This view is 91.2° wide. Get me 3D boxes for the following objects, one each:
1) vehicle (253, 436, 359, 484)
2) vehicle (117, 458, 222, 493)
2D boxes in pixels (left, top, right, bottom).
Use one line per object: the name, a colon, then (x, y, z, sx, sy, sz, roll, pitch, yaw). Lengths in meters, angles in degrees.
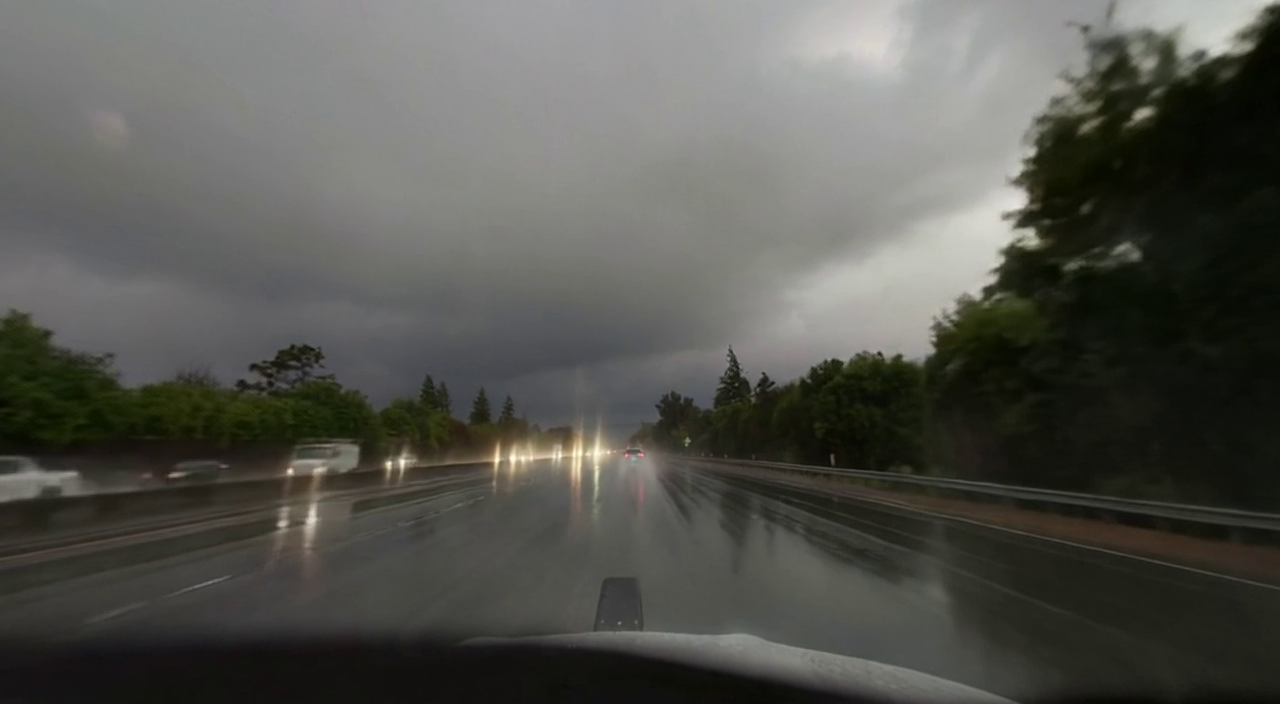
vehicle: (-18.901, 6.142, 35.964, 2.341, 2.454, 6.780, 0, -9, 0)
vehicle: (-26.275, 6.880, 35.276, 2.016, 1.742, 5.039, 0, -9, -1)
